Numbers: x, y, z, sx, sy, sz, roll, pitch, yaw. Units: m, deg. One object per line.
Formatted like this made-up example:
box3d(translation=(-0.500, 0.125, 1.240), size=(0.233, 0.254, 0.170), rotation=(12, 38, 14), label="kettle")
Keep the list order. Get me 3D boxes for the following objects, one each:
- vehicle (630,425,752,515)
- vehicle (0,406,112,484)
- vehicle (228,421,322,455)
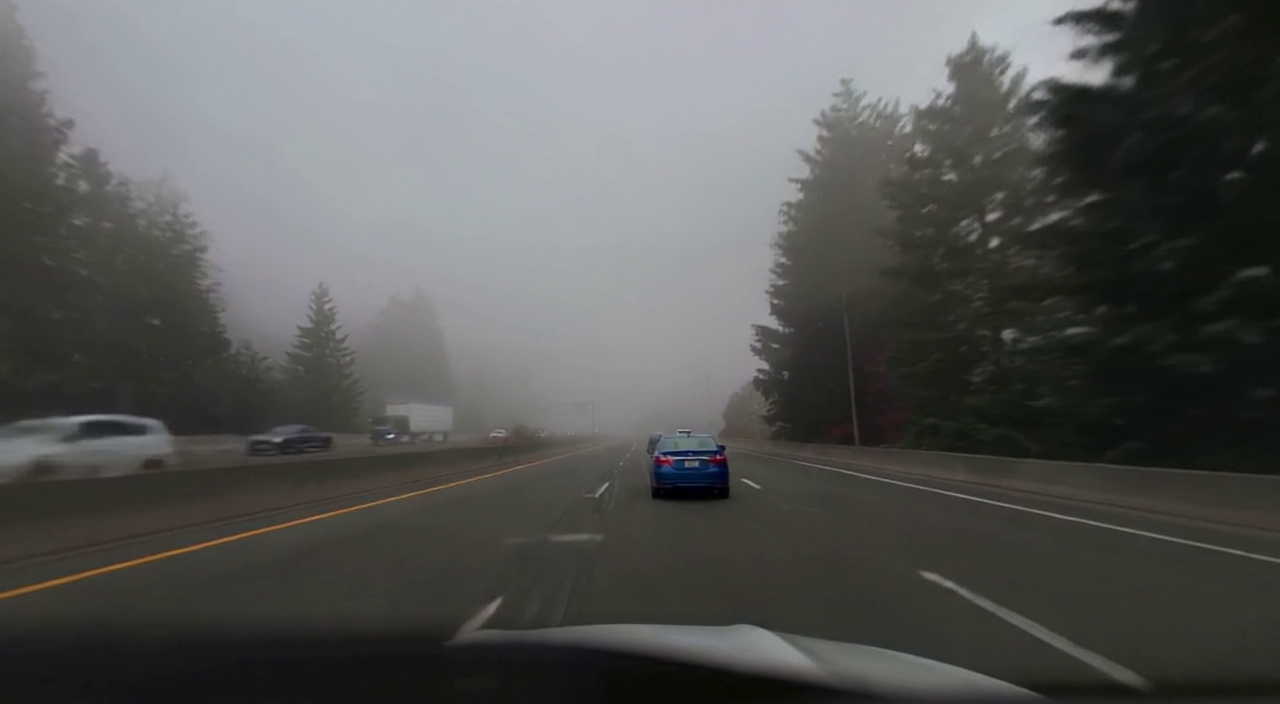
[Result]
box3d(translation=(0.874, 2.195, 12.392), size=(1.977, 1.443, 4.225), rotation=(0, -8, 1), label="vehicle")
box3d(translation=(-13.338, 1.819, 12.328), size=(1.942, 1.478, 4.622), rotation=(0, -8, 1), label="vehicle")
box3d(translation=(-16.992, 4.044, 29.596), size=(1.826, 1.487, 4.089), rotation=(0, -8, 2), label="vehicle")
